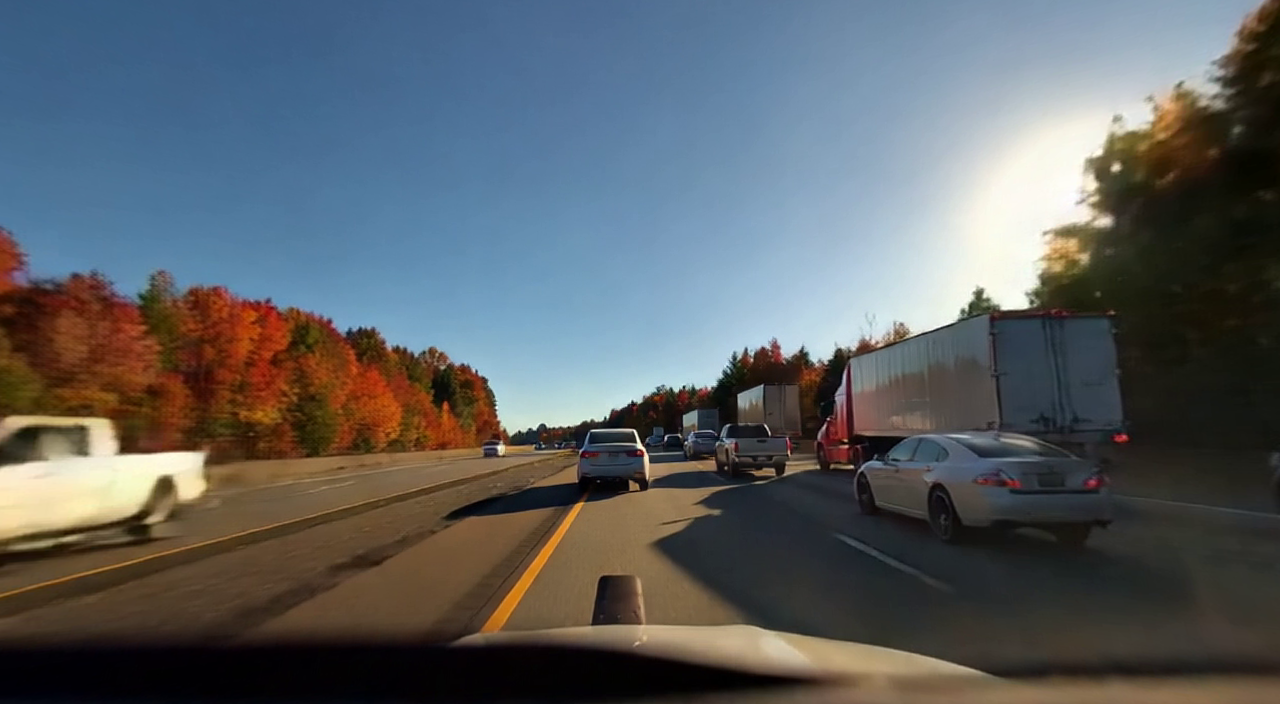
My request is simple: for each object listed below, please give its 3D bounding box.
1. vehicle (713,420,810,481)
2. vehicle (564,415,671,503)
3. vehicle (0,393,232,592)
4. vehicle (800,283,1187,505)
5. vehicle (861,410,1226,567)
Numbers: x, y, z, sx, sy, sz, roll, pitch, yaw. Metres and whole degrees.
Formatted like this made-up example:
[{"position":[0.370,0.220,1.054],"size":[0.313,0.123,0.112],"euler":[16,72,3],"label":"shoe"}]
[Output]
[{"position":[3.665,3.063,19.779],"size":[2.147,1.707,3.963],"euler":[0,-8,-2],"label":"vehicle"},{"position":[-0.465,2.400,14.563],"size":[2.087,1.709,4.455],"euler":[0,-8,-1],"label":"vehicle"},{"position":[-7.752,1.608,7.642],"size":[2.203,2.043,5.050],"euler":[0,-8,-1],"label":"vehicle"},{"position":[8.272,1.681,18.641],"size":[2.908,4.099,14.103],"euler":[0,-8,-2],"label":"vehicle"},{"position":[4.689,1.611,8.251],"size":[2.040,1.523,4.068],"euler":[0,-8,-1],"label":"vehicle"}]
